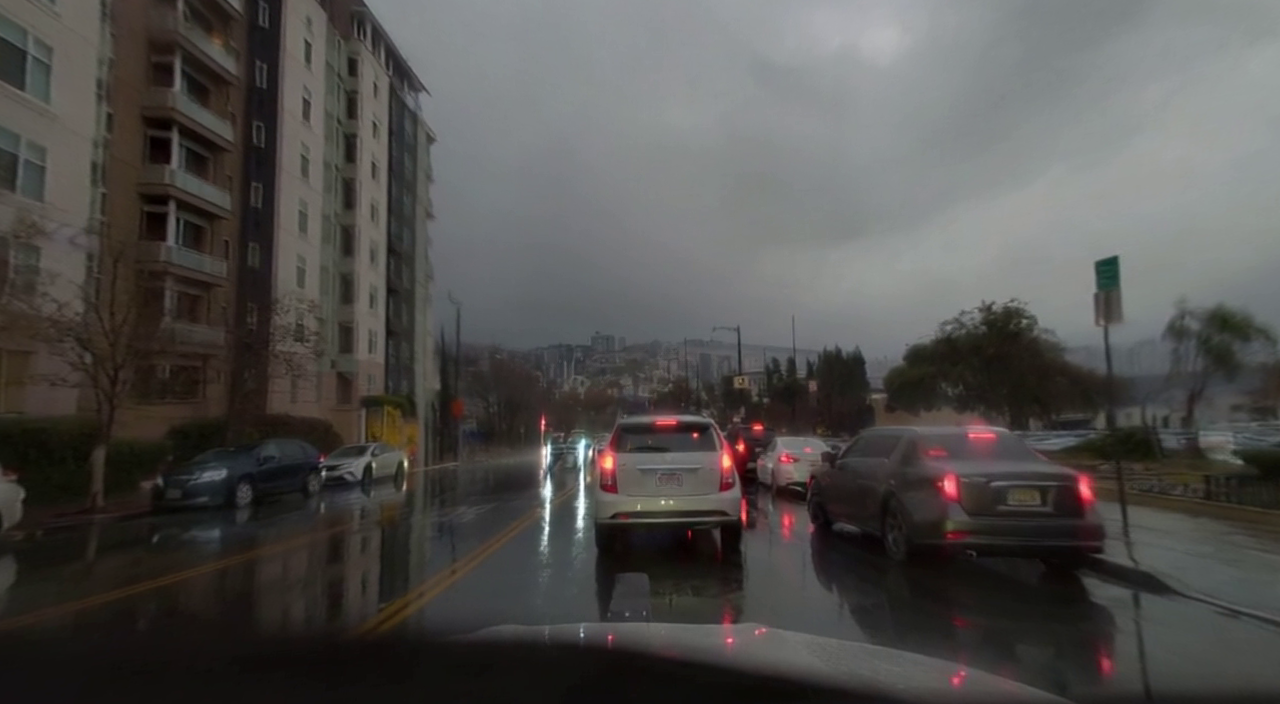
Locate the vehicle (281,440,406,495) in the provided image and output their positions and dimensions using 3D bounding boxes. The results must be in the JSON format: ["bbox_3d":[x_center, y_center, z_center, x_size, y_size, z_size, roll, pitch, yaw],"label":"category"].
[{"bbox_3d":[-9.363,3.651,20.380,1.955,1.555,4.424,0,-8,-2],"label":"vehicle"}]

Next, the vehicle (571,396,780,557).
[{"bbox_3d":[0.403,1.664,8.972,2.261,1.740,4.065,0,-9,1],"label":"vehicle"}]

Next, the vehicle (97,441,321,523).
[{"bbox_3d":[-9.434,2.834,14.378,2.002,1.546,4.339,0,-8,1],"label":"vehicle"}]

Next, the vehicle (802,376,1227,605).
[{"bbox_3d":[3.605,1.446,7.425,2.158,1.828,4.573,0,-8,0],"label":"vehicle"}]

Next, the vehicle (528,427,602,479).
[{"bbox_3d":[-2.690,3.747,23.556,2.219,1.746,4.197,0,-8,0],"label":"vehicle"}]

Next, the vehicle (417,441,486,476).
[{"bbox_3d":[-9.015,5.137,30.579,1.998,1.547,4.826,0,-9,-2],"label":"vehicle"}]
